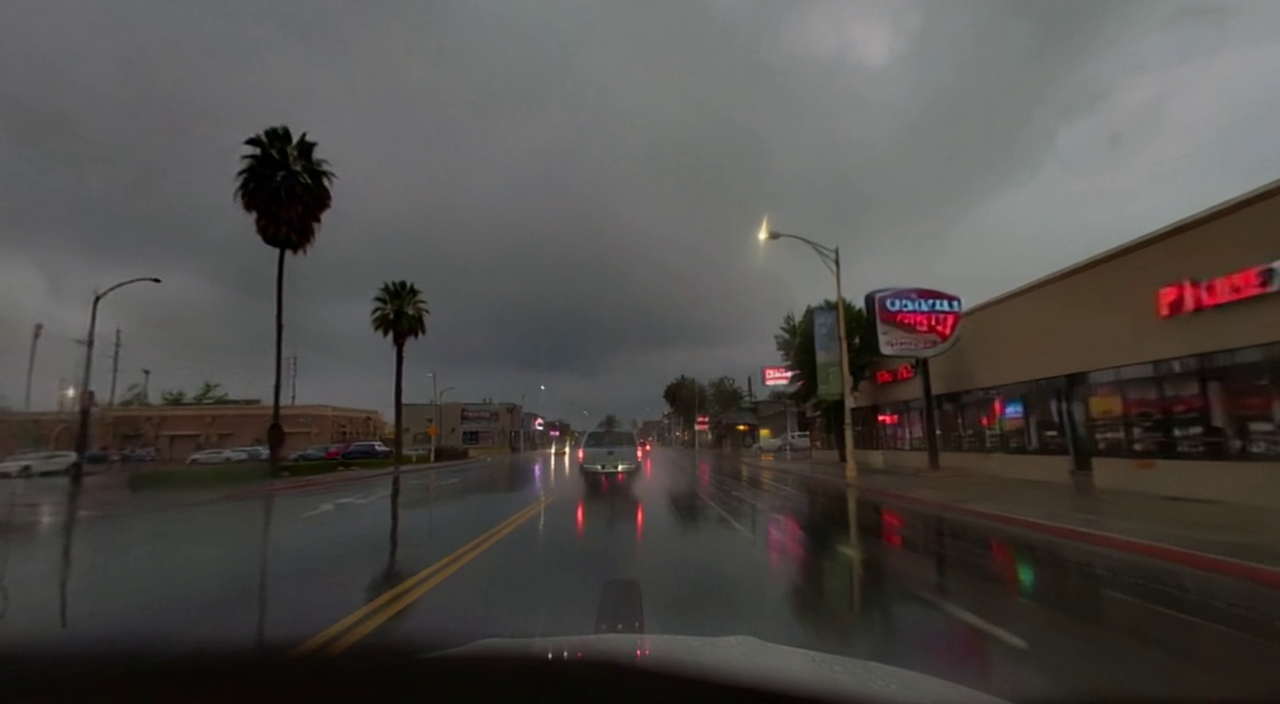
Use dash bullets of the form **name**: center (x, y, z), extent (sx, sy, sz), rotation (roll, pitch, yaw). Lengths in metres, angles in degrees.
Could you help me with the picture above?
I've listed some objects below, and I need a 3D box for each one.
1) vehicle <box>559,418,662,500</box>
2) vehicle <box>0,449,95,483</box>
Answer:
- **vehicle**: center (-0.677, 2.627, 15.806), extent (2.239, 1.763, 4.096), rotation (0, -8, -1)
- **vehicle**: center (-34.728, 6.624, 36.789), extent (2.013, 1.785, 4.331), rotation (0, -9, -5)
